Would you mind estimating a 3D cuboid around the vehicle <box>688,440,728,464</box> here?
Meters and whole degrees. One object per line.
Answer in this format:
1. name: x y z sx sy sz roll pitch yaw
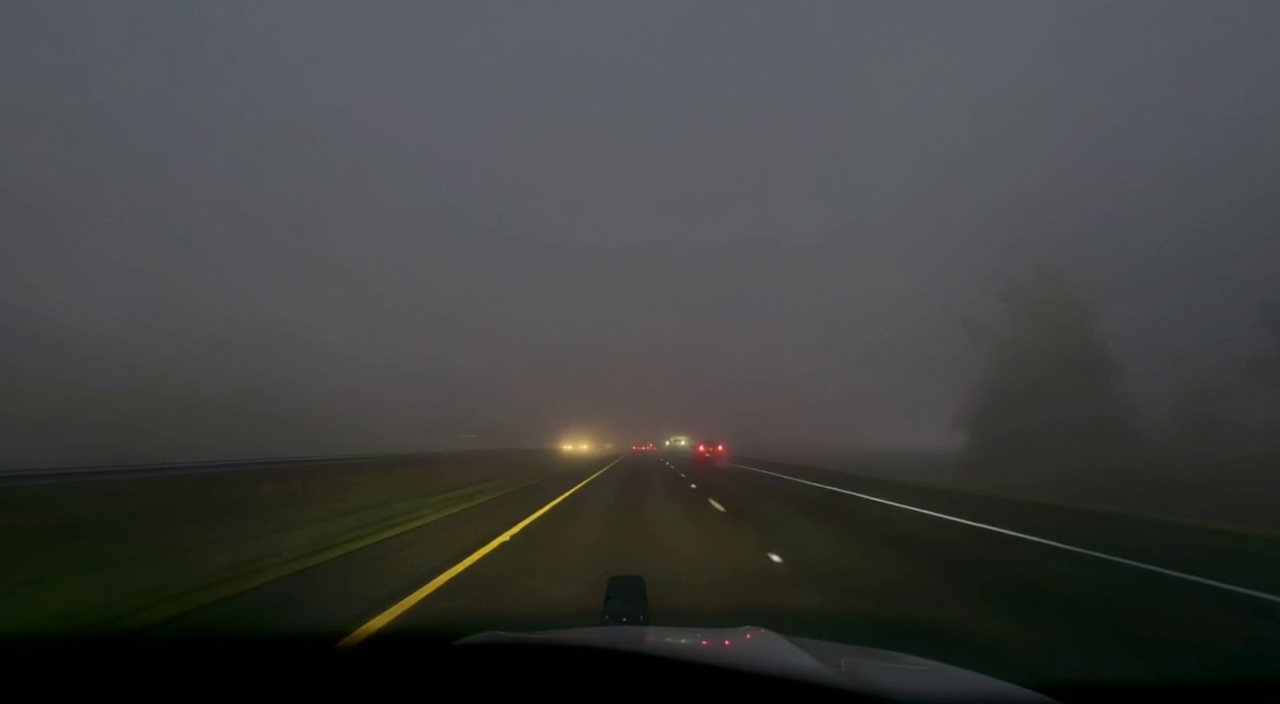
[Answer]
1. vehicle: 4.497 6.720 42.367 2.012 1.476 4.256 0 -9 -2
